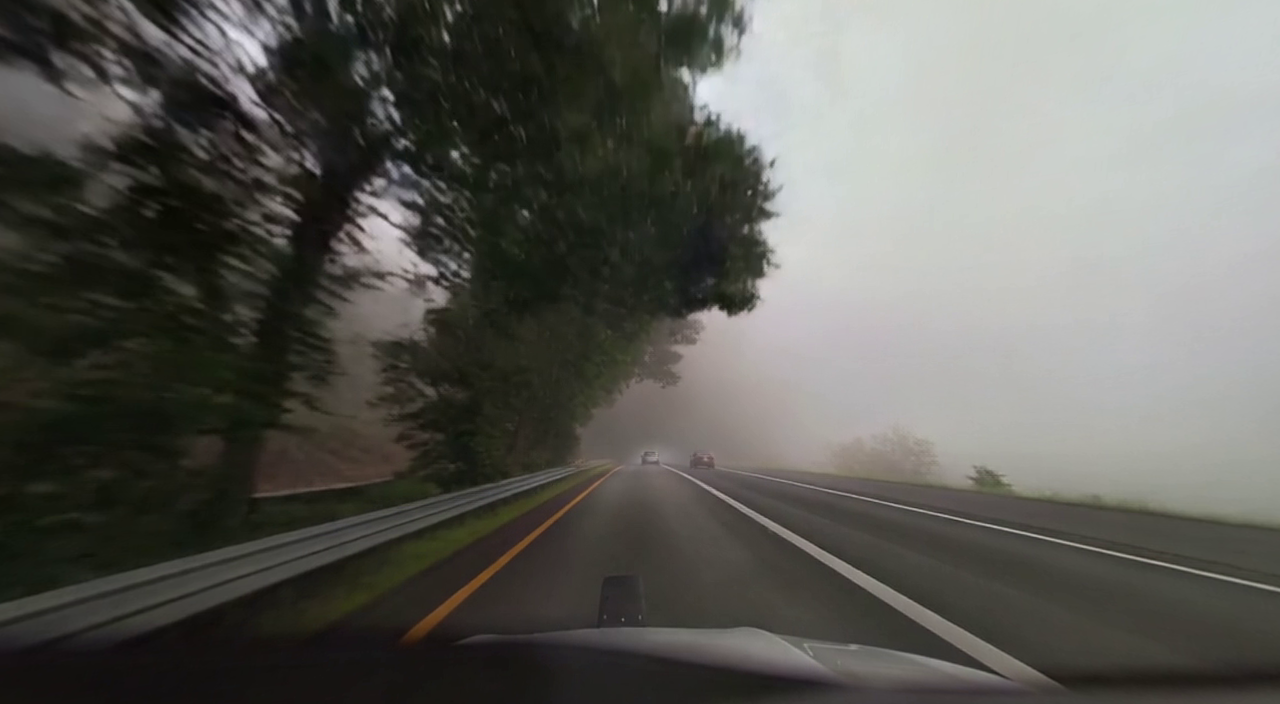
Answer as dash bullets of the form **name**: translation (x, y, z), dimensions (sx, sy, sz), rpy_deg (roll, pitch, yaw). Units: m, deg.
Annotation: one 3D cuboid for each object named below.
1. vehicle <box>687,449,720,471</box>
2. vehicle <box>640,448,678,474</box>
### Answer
- **vehicle**: translation (4.471, 7.645, 44.714), dimensions (1.846, 1.485, 3.679), rpy_deg (0, -9, -1)
- **vehicle**: translation (1.121, 6.775, 39.232), dimensions (2.162, 1.492, 3.975), rpy_deg (0, -9, 0)
